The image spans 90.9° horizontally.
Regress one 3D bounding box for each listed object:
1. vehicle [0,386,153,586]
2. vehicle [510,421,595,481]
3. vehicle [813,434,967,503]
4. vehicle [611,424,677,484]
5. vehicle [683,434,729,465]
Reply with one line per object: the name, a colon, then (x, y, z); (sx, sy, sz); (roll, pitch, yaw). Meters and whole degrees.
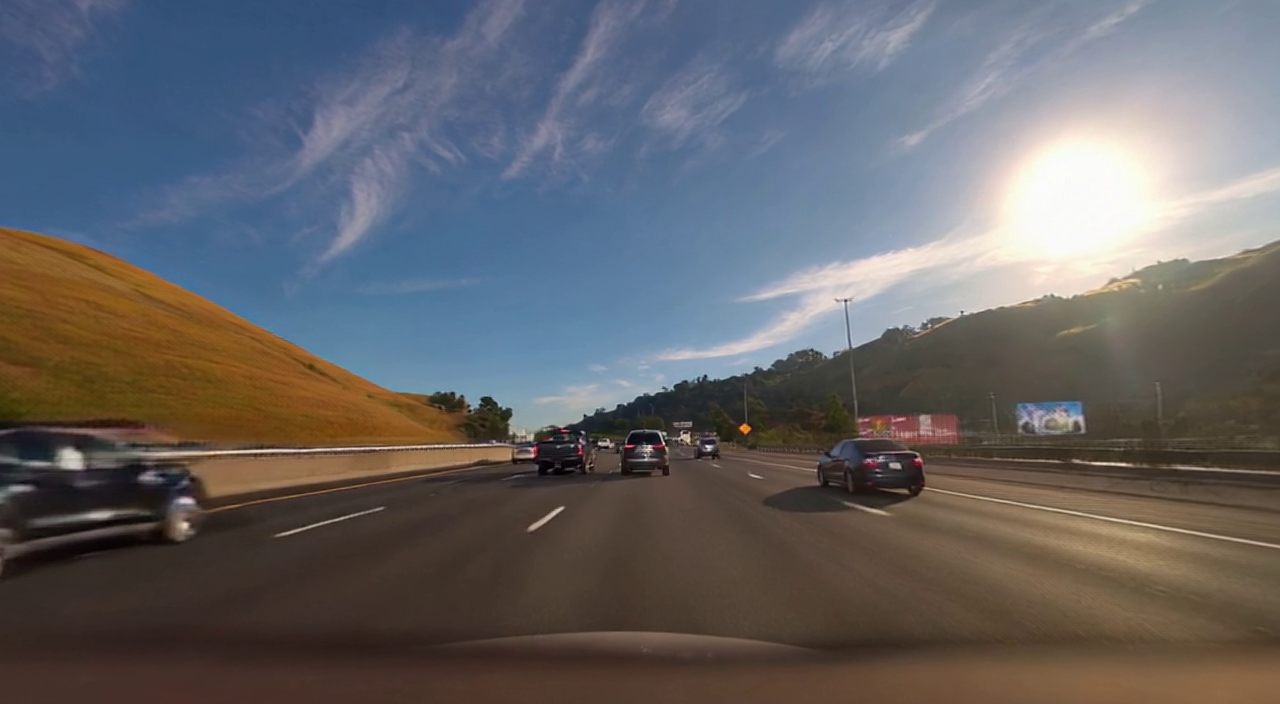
vehicle: (-6.893, 1.143, 5.171); (2.036, 1.813, 4.564); (-1, -8, 2)
vehicle: (-3.148, 3.762, 24.107); (2.316, 1.999, 5.765); (0, -8, 1)
vehicle: (5.936, 2.805, 15.637); (1.998, 1.456, 4.338); (0, -8, 0)
vehicle: (0.181, 3.445, 21.507); (2.052, 1.808, 3.898); (-1, -8, 2)
vehicle: (3.884, 5.854, 37.970); (2.067, 1.775, 4.372); (0, -8, -3)
